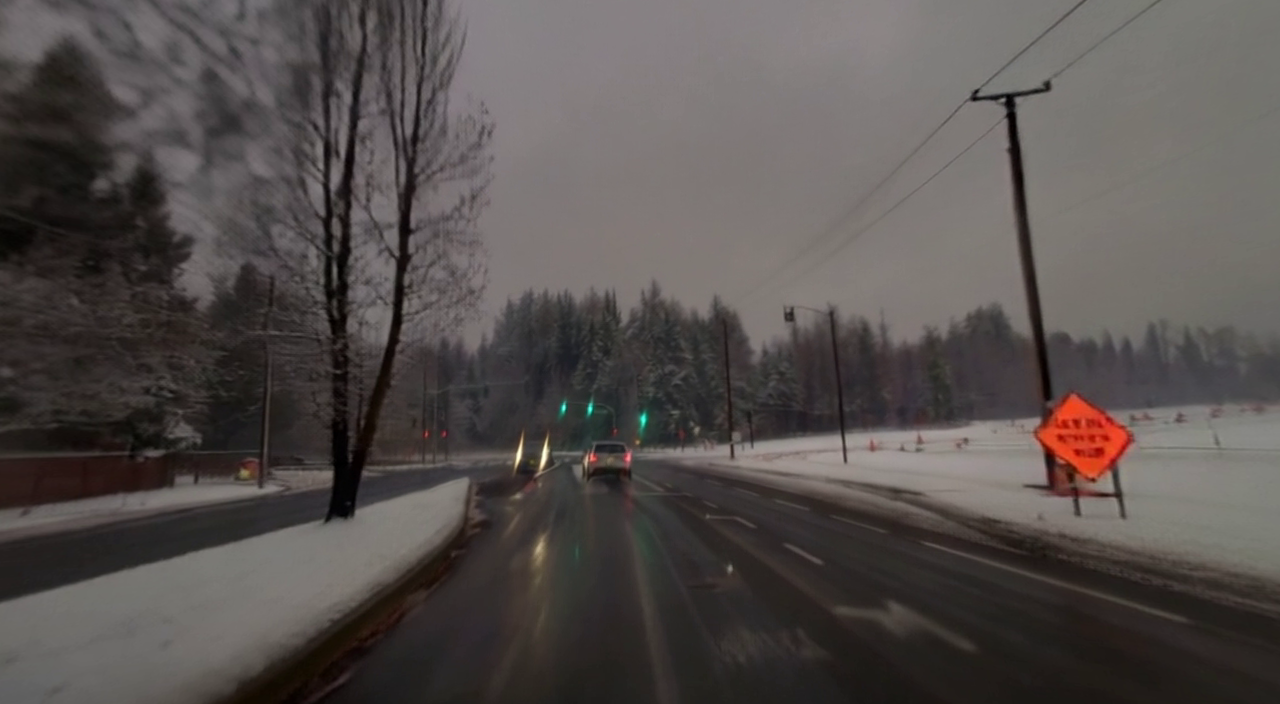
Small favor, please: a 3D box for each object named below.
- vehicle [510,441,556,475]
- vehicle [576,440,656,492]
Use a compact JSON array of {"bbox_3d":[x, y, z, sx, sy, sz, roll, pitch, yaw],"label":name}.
[{"bbox_3d":[-5.672,5.664,34.045,2.077,1.665,4.206,1,-9,-5],"label":"vehicle"},{"bbox_3d":[-0.943,3.734,21.121,2.266,1.508,4.430,1,-9,-7],"label":"vehicle"}]
